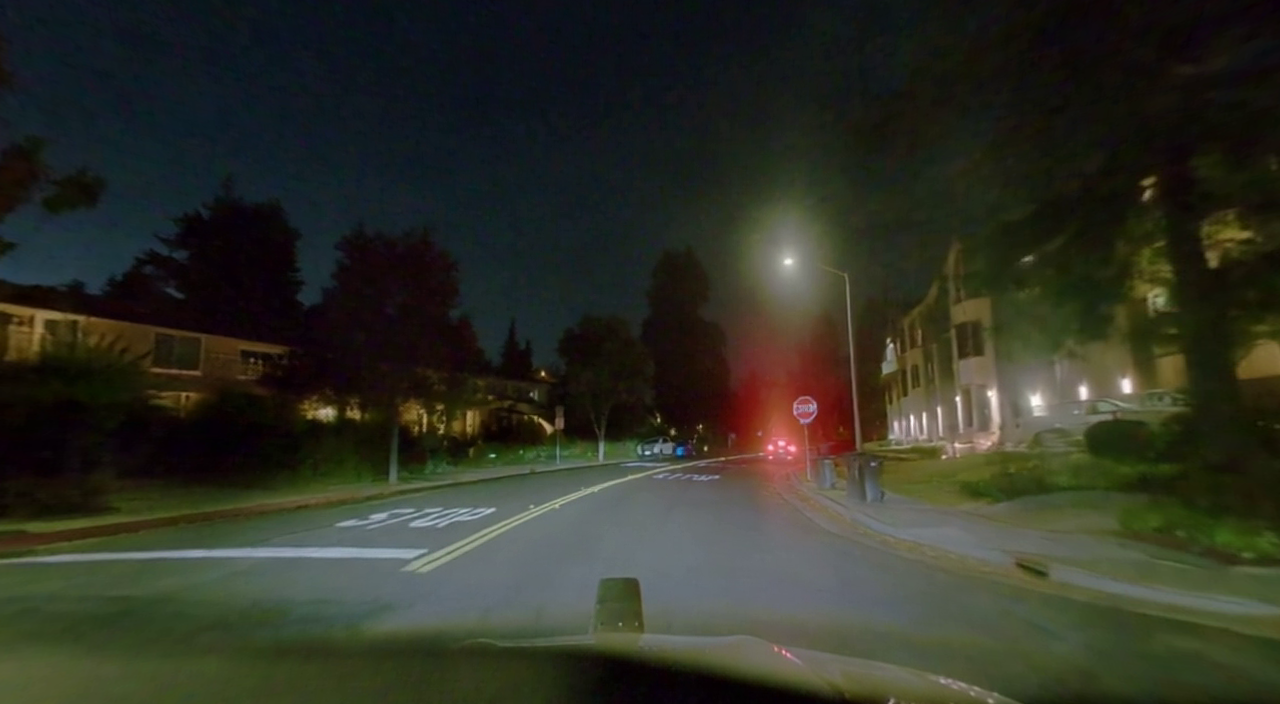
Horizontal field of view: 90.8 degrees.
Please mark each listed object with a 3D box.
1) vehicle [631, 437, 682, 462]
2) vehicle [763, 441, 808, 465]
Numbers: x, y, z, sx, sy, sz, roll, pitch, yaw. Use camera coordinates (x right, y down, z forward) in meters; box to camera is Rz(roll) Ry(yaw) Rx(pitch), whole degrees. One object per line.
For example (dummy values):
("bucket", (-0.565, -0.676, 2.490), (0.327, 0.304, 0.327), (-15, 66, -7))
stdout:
("vehicle", (1.299, 7.274, 47.266), (2.030, 1.696, 4.828), (-4, -9, 24))
("vehicle", (9.703, 6.665, 41.819), (2.045, 1.478, 4.914), (-4, -9, 22))
